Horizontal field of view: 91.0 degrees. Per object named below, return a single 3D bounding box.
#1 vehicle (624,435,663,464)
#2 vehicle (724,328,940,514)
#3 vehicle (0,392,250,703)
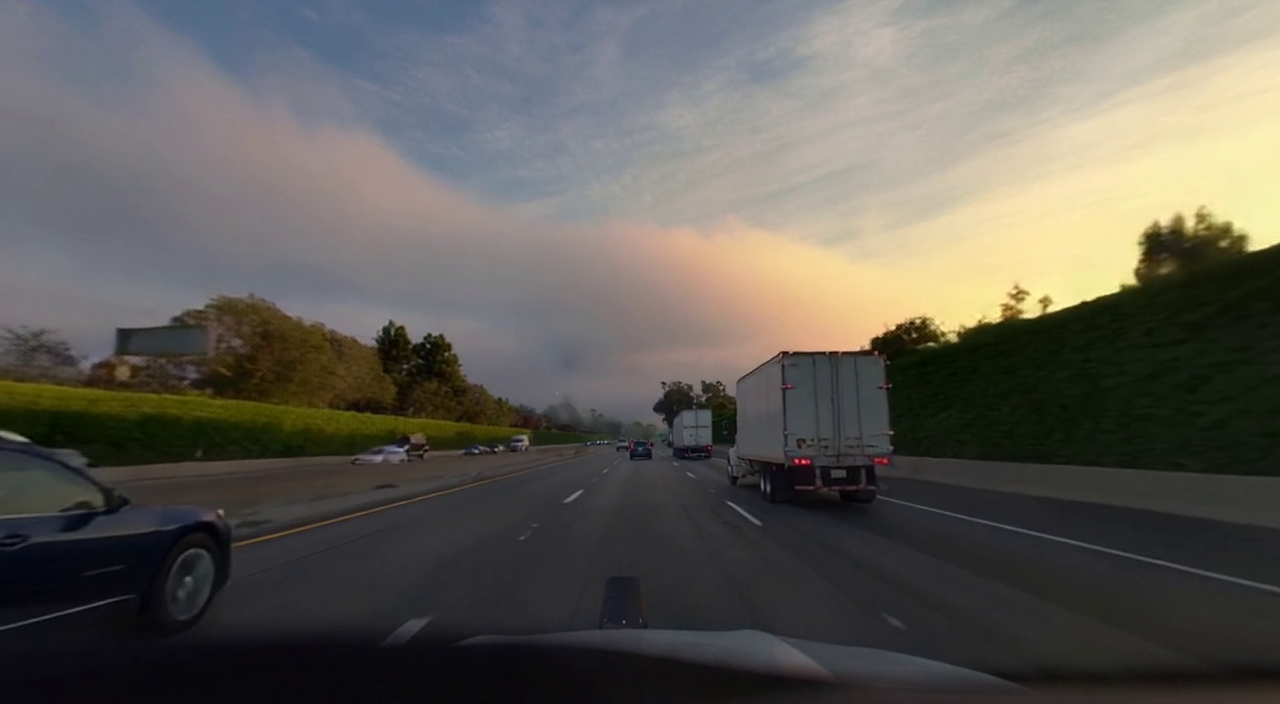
[{"bbox_3d":[0.234,6.284,40.749,2.389,1.760,4.473,0,-8,0],"label":"vehicle"},{"bbox_3d":[4.039,1.821,15.658,2.742,3.383,8.285,0,-8,0],"label":"vehicle"},{"bbox_3d":[-3.883,0.887,2.503,1.988,1.488,4.113,0,-8,0],"label":"vehicle"}]
